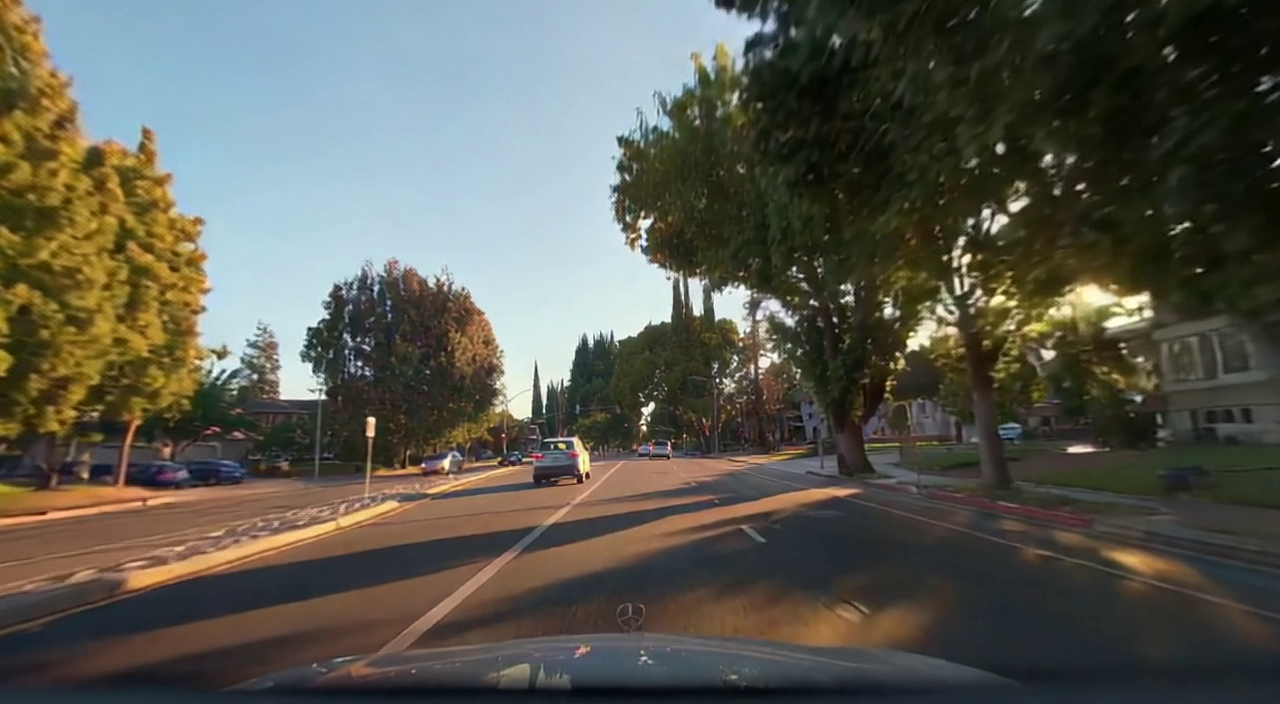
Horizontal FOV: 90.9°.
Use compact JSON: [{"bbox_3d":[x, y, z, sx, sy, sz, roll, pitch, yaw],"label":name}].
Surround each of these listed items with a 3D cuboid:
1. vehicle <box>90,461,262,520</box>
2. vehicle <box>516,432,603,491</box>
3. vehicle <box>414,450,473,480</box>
[{"bbox_3d":[-14.757,4.404,20.509,1.981,1.503,4.796,-1,-8,0],"label":"vehicle"},{"bbox_3d":[-2.720,3.880,22.792,2.459,1.825,5.380,0,-8,0],"label":"vehicle"},{"bbox_3d":[-11.633,6.694,37.673,2.061,1.631,4.502,-1,-8,0],"label":"vehicle"}]
